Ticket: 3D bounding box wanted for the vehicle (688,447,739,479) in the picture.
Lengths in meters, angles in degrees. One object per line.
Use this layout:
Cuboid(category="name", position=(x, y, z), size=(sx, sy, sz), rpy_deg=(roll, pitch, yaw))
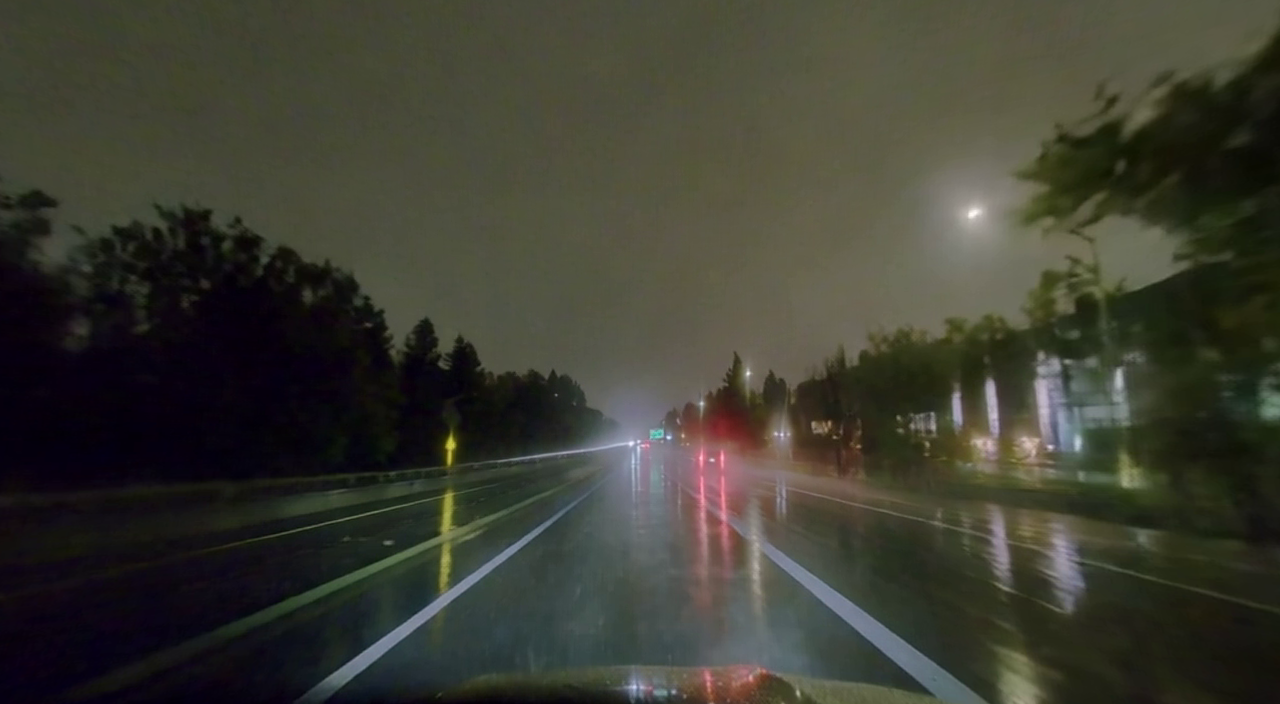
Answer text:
Cuboid(category="vehicle", position=(3.732, 5.741, 32.735), size=(2.115, 1.522, 4.330), rpy_deg=(0, -9, 0))
